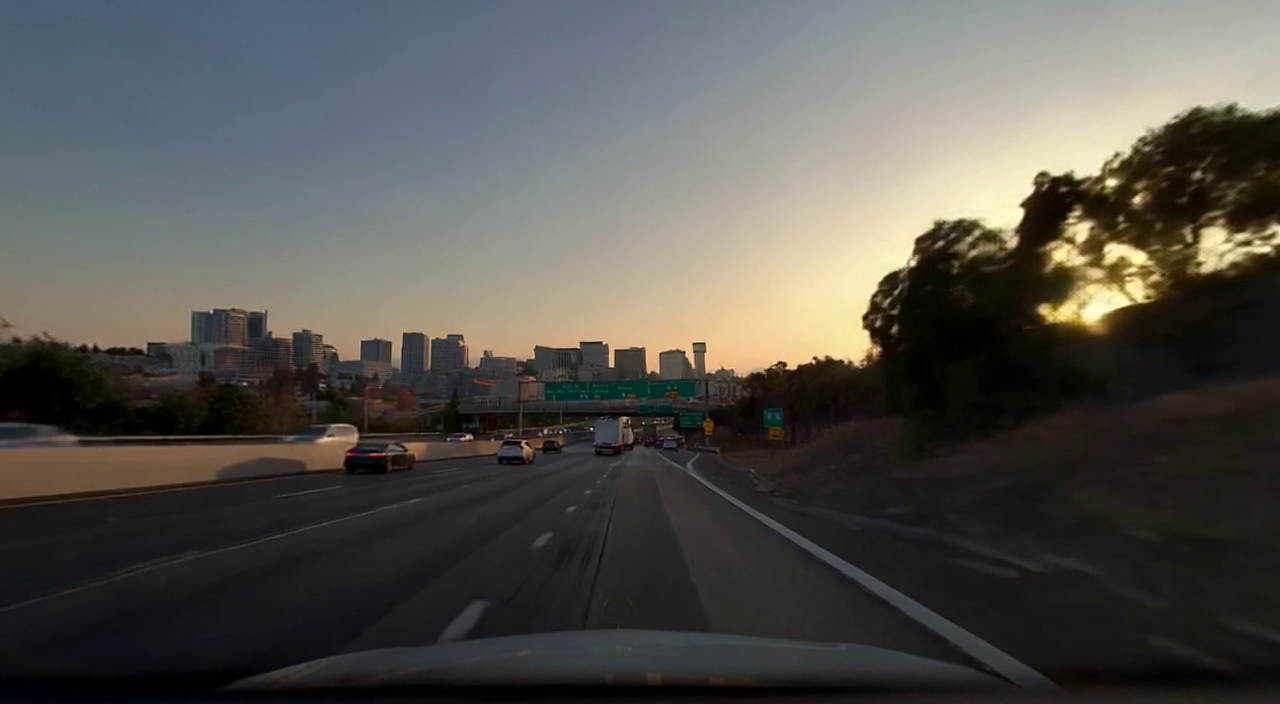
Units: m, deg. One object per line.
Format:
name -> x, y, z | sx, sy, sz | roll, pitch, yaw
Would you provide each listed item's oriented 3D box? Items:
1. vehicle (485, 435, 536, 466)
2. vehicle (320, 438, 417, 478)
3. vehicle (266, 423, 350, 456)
vehicle -> -7.156, 5.458, 35.174 | 1.979, 1.646, 4.096 | 0, -8, 0
vehicle -> -10.627, 4.152, 24.958 | 1.976, 1.413, 4.088 | 0, -8, 0
vehicle -> -19.456, 5.170, 37.198 | 2.112, 1.834, 5.120 | 0, -8, 1
